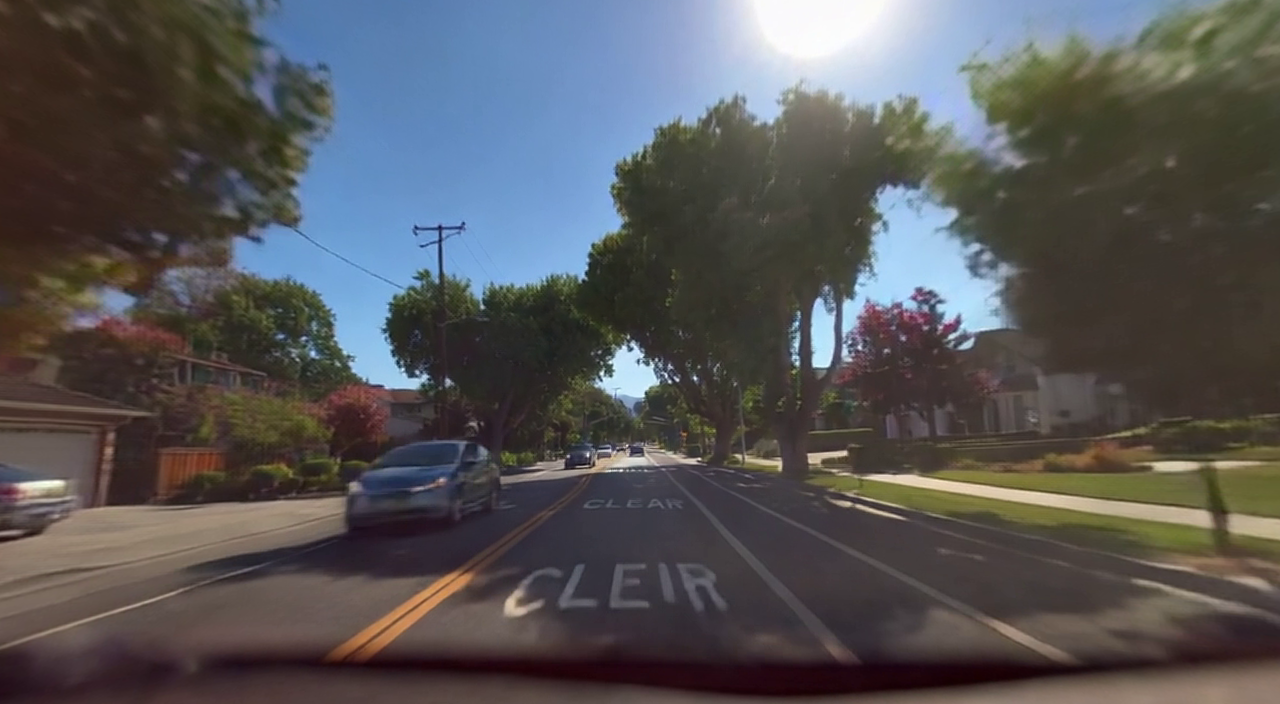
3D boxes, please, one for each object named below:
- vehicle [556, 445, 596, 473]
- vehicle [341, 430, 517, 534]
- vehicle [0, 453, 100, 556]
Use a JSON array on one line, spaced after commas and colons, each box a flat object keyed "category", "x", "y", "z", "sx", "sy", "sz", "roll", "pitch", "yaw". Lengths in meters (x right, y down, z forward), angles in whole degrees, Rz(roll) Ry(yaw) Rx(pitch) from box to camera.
[{"category": "vehicle", "x": -3.873, "y": 6.522, "z": 38.910, "sx": 1.974, "sy": 1.604, "sz": 4.156, "roll": 0, "pitch": -9, "yaw": 0}, {"category": "vehicle", "x": -4.043, "y": 2.556, "z": 13.065, "sx": 2.055, "sy": 1.757, "sz": 4.494, "roll": 0, "pitch": -8, "yaw": 0}, {"category": "vehicle", "x": -13.657, "y": 2.845, "z": 12.020, "sx": 4.607, "sy": 1.772, "sz": 2.261, "roll": 0, "pitch": -9, "yaw": -1}]
